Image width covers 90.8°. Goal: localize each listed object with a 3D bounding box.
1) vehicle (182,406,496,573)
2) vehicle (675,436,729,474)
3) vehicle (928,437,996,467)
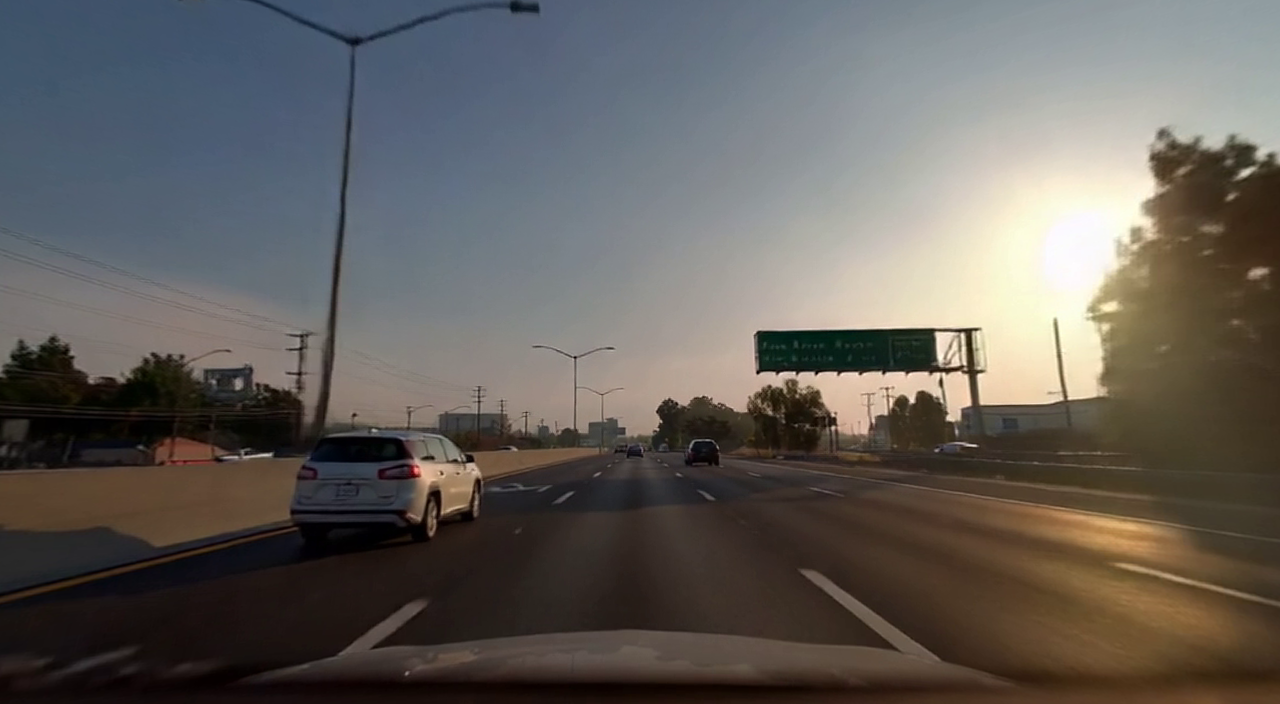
[{"bbox_3d":[-3.600,1.736,8.795,2.099,1.682,4.590,0,-8,0],"label":"vehicle"},{"bbox_3d":[2.813,4.775,29.544,1.997,1.638,4.281,0,-8,-1],"label":"vehicle"},{"bbox_3d":[20.857,6.470,41.135,2.070,1.782,5.006,-1,-8,4],"label":"vehicle"}]
